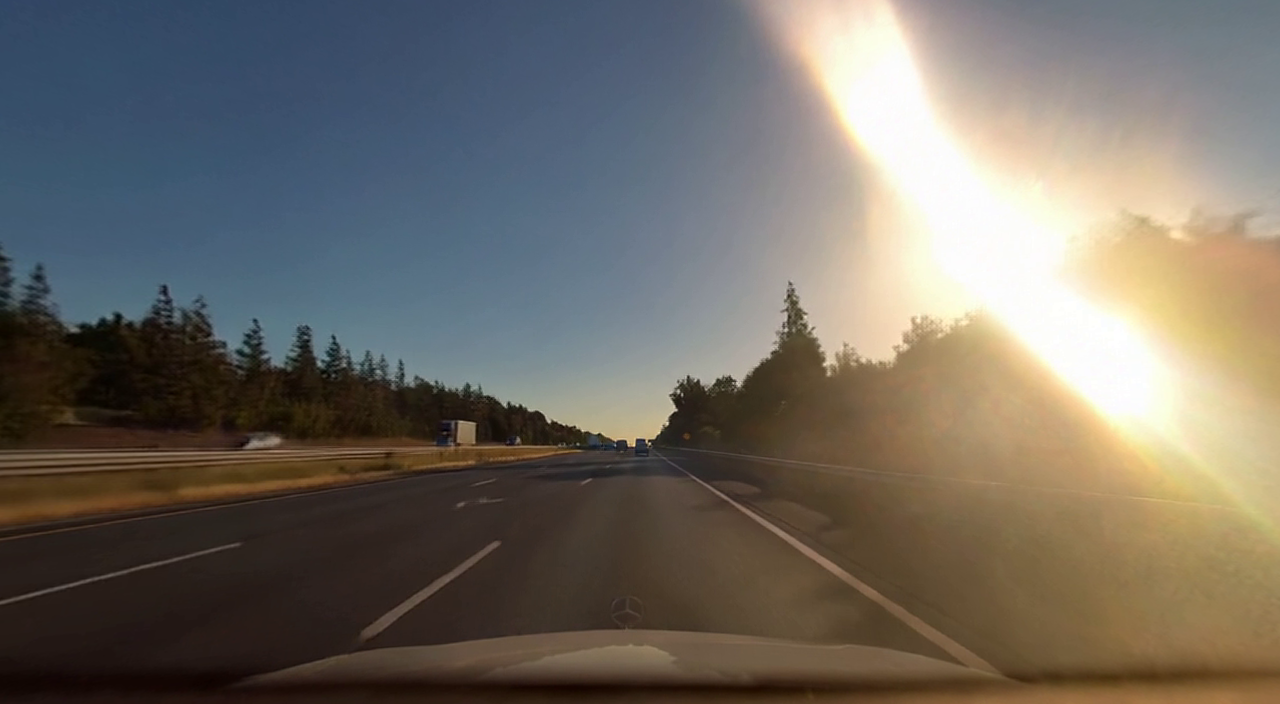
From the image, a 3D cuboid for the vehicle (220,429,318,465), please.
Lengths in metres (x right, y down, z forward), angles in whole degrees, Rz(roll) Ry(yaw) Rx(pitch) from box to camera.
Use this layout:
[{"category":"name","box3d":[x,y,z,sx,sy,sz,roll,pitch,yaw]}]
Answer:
[{"category":"vehicle","box3d":[-16.407,4.223,28.087,1.880,1.462,4.045,0,-8,1]}]
